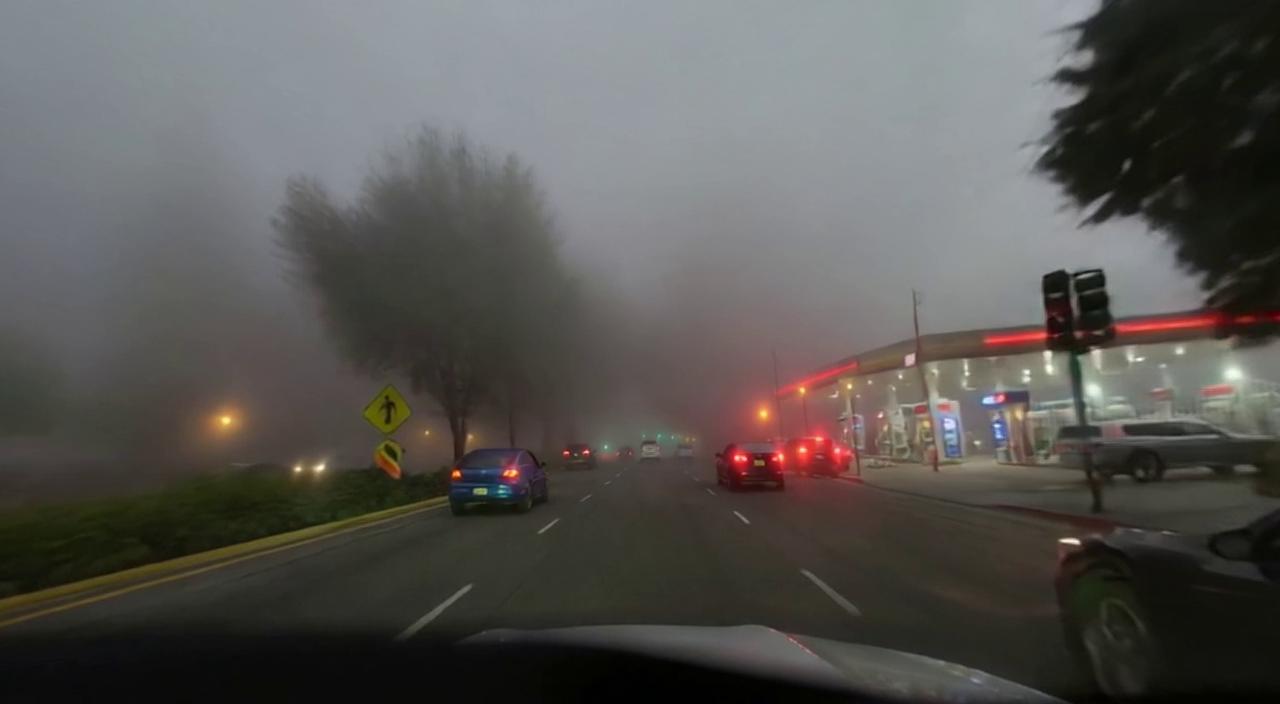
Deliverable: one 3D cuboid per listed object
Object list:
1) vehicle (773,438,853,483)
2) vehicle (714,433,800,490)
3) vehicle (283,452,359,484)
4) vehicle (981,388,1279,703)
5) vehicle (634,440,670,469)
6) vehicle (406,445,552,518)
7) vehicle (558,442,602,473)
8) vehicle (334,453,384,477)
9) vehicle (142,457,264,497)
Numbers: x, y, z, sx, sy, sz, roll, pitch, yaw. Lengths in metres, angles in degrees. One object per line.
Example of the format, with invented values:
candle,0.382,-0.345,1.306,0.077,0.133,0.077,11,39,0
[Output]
vehicle,7.340,4.671,27.328,2.417,1.736,5.043,-1,-9,5
vehicle,3.821,3.669,21.485,1.980,1.709,4.813,0,-8,0
vehicle,-18.555,6.741,36.944,1.947,1.616,4.638,0,-8,1
vehicle,3.170,0.819,1.767,1.919,1.502,4.572,0,-8,1
vehicle,0.730,6.472,40.010,2.192,1.674,4.124,0,-8,1
vehicle,-3.336,2.767,14.086,2.013,1.354,4.393,0,-8,1
vehicle,-3.263,5.834,35.140,1.988,1.645,3.995,0,-8,1
vehicle,-21.805,8.772,49.088,1.821,1.645,4.211,0,-8,1
vehicle,-19.102,5.463,27.881,1.890,1.472,4.769,0,-8,1
